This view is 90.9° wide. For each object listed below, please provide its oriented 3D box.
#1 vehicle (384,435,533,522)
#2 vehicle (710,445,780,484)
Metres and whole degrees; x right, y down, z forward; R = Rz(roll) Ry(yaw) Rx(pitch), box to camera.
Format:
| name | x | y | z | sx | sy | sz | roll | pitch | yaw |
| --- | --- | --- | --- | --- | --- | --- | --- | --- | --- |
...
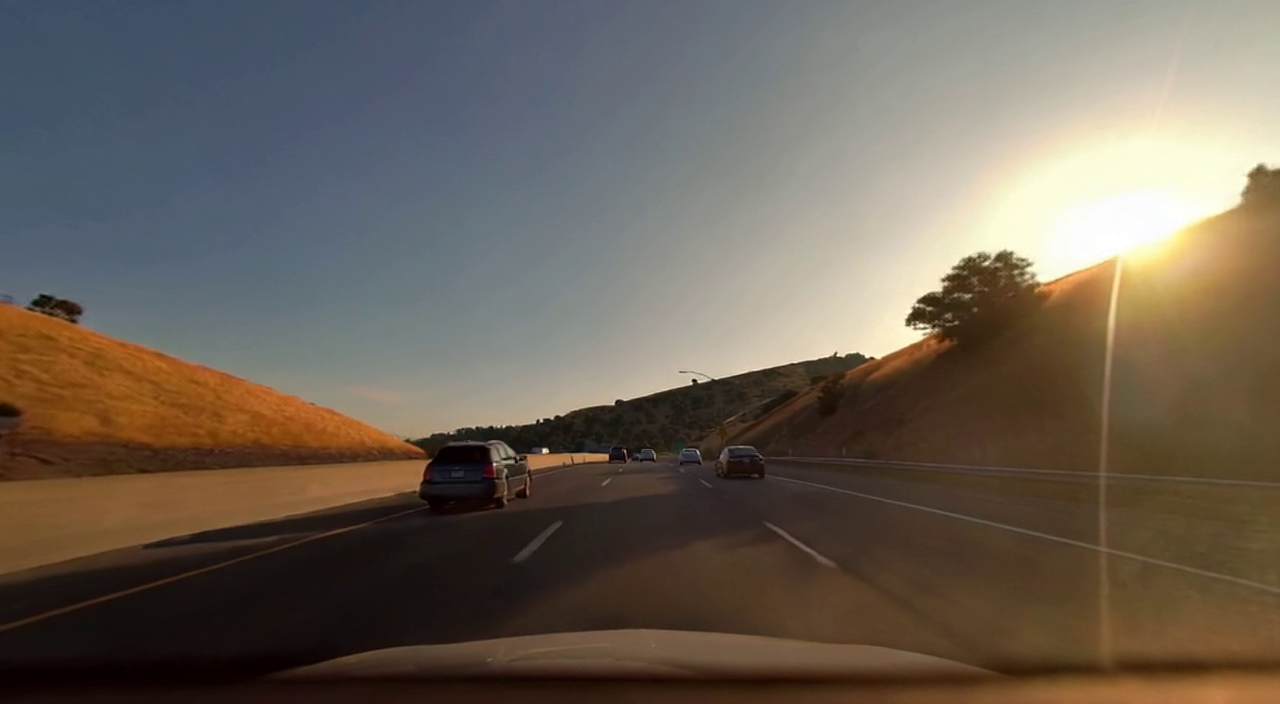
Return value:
| name | x | y | z | sx | sy | sz | roll | pitch | yaw |
| --- | --- | --- | --- | --- | --- | --- | --- | --- | --- |
| vehicle | -3.558 | 2.543 | 13.210 | 1.910 | 1.521 | 3.930 | 0 | -8 | 1 |
| vehicle | 3.886 | 4.199 | 23.862 | 1.976 | 1.352 | 3.602 | 0 | -8 | -1 |
